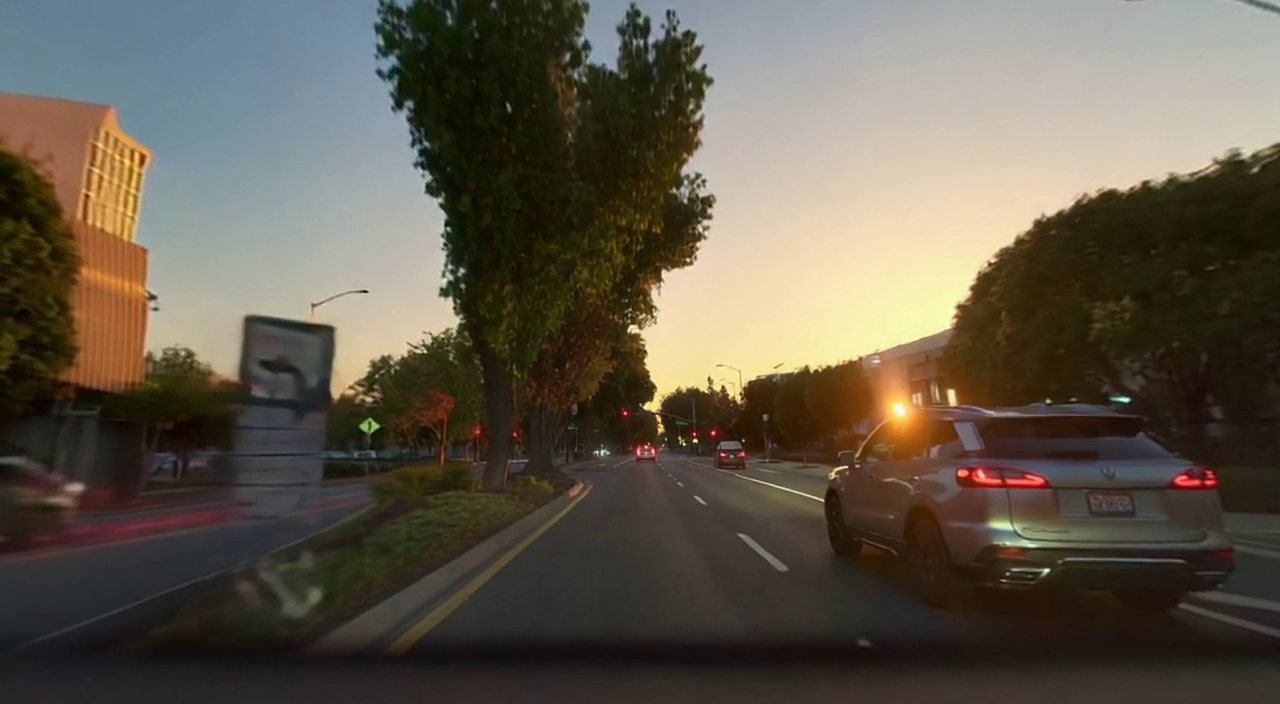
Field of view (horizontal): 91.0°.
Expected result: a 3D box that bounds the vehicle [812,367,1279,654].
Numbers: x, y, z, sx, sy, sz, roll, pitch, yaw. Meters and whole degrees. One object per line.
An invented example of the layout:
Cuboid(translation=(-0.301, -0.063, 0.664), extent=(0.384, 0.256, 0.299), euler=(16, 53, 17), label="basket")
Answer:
Cuboid(translation=(3.381, 1.351, 6.354), extent=(2.033, 1.865, 4.360), euler=(0, -9, 0), label="vehicle")

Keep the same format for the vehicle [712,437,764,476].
Cuboid(translation=(4.912, 5.351, 32.382), extent=(2.085, 1.828, 5.383), euler=(0, -9, 3), label="vehicle")

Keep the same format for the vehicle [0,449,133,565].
Cuboid(translation=(-9.233, 2.010, 8.166), extent=(1.932, 1.483, 4.246), euler=(1, -9, -4), label="vehicle")

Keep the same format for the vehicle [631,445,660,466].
Cuboid(translation=(0.422, 7.949, 48.437), extent=(2.131, 1.474, 4.146), euler=(0, -9, 1), label="vehicle")
